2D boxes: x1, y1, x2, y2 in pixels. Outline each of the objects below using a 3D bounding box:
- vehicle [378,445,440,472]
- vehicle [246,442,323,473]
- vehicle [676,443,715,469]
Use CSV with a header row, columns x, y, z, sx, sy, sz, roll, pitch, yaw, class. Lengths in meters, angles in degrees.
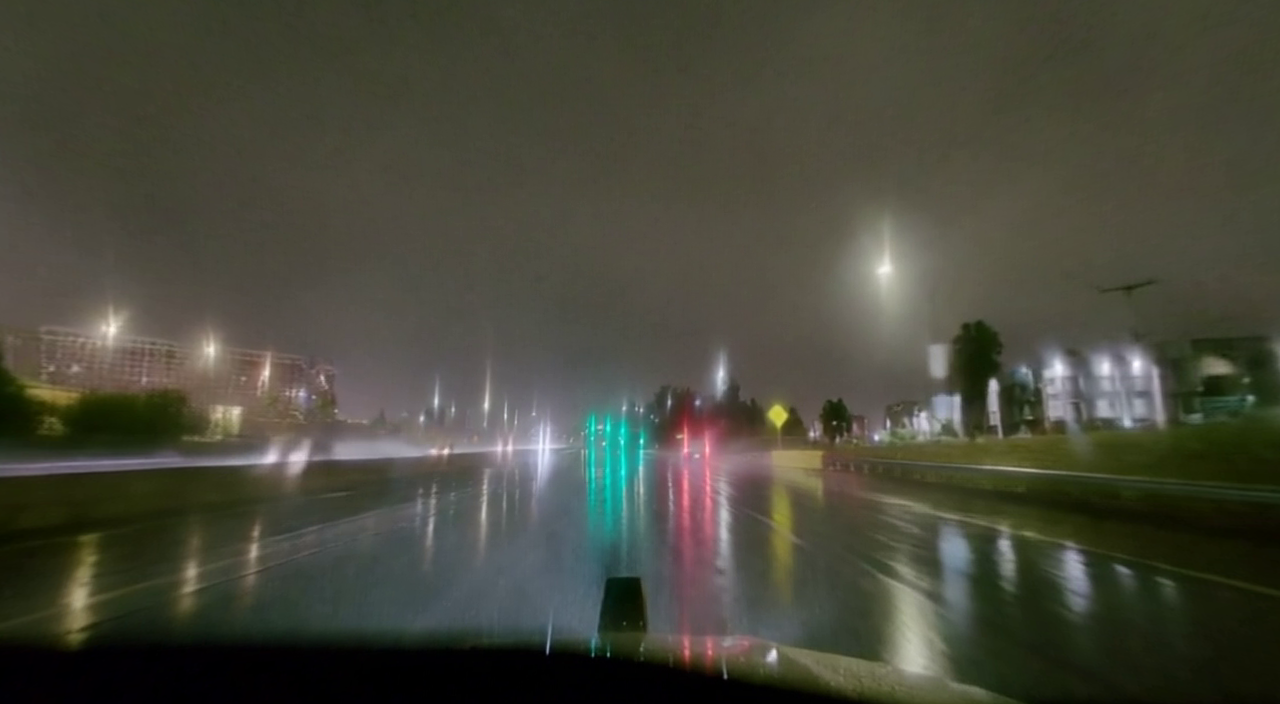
x,y,z,sx,sy,sz,roll,pitch,yaw,class
-13.503,6.235,37.154,1.926,1.470,4.614,0,-9,-1,vehicle
-20.584,6.103,36.707,1.927,1.707,4.389,0,-9,-1,vehicle
3.441,6.522,39.705,1.926,1.477,4.025,0,-9,-2,vehicle
